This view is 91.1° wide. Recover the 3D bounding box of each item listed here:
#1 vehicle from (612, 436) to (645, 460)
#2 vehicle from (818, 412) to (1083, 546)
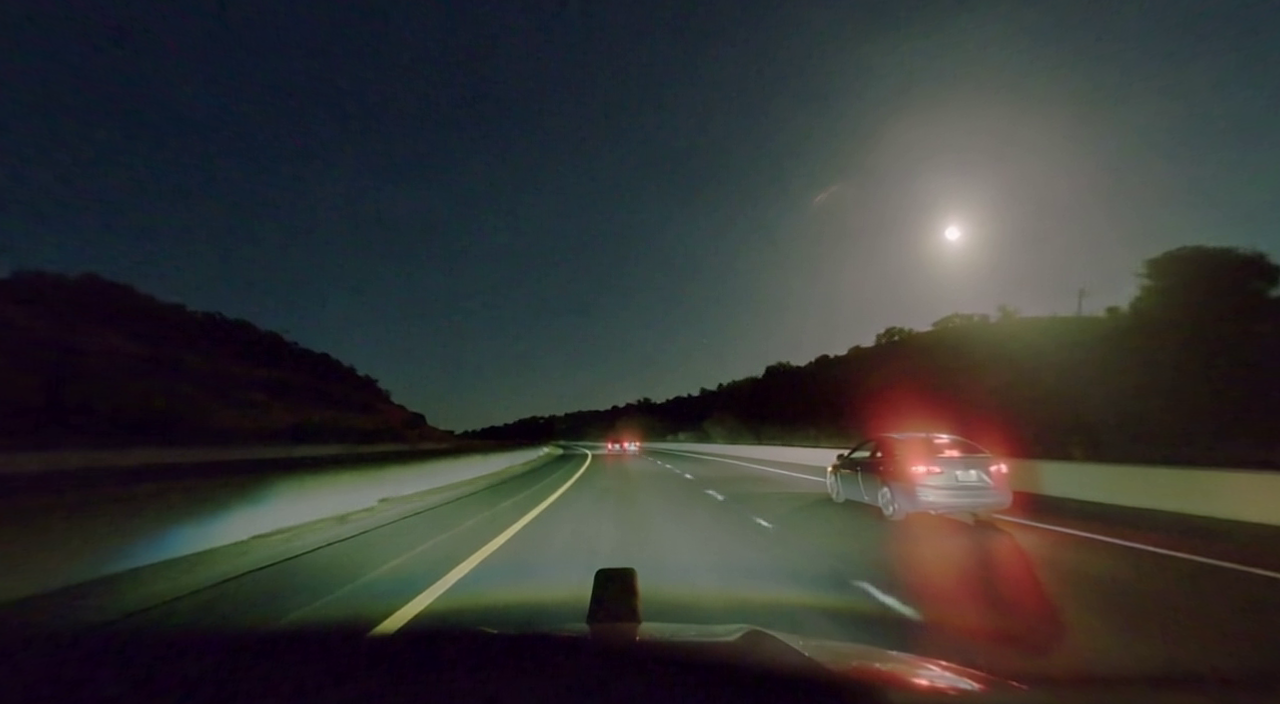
[{"bbox_3d":[-0.807,6.292,41.365,1.998,1.512,3.735,1,-8,-3],"label":"vehicle"},{"bbox_3d":[4.069,1.700,9.044,1.852,1.513,3.652,0,-8,-2],"label":"vehicle"}]
